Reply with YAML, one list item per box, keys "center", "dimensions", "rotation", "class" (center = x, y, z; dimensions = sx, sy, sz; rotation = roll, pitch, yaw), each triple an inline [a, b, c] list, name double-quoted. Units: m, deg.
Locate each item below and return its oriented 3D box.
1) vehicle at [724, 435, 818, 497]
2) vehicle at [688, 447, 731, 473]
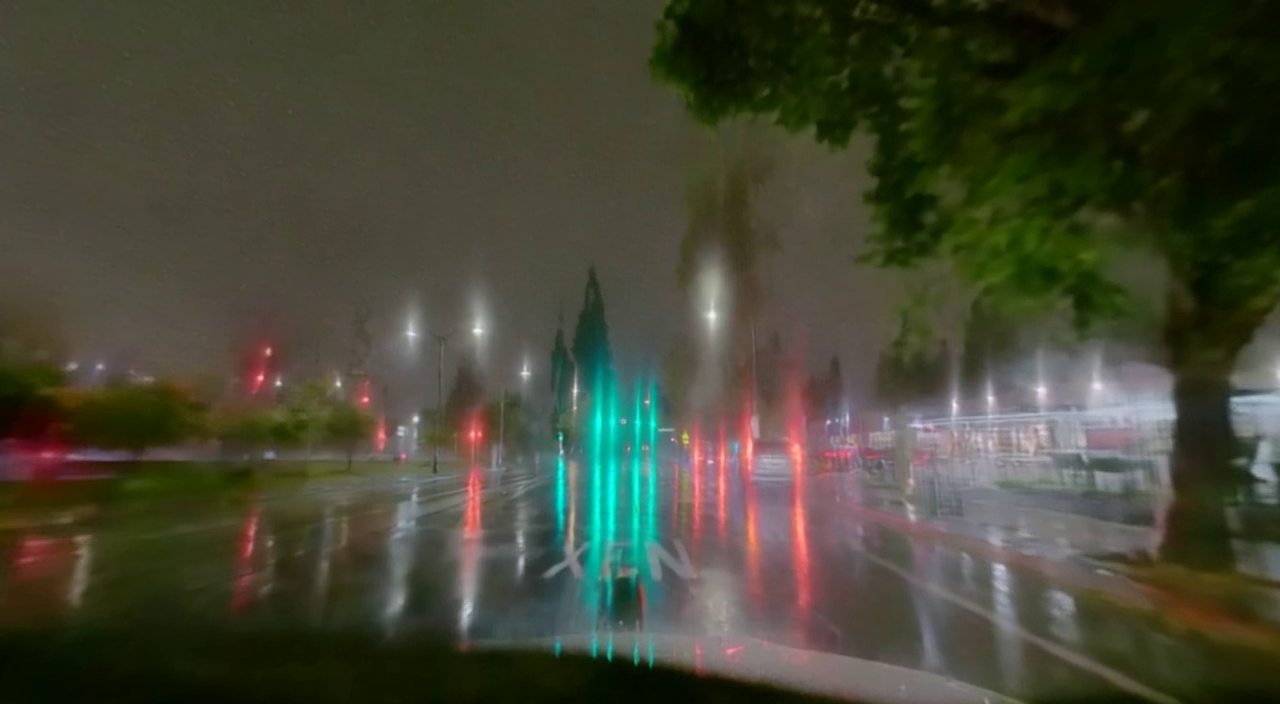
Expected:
- center: [4.037, 3.604, 20.308]
  dimensions: [1.957, 1.753, 4.413]
  rotation: [0, -9, -2]
  class: "vehicle"
- center: [4.105, 6.434, 37.866]
  dimensions: [1.856, 1.462, 4.501]
  rotation: [1, -9, -3]
  class: "vehicle"
